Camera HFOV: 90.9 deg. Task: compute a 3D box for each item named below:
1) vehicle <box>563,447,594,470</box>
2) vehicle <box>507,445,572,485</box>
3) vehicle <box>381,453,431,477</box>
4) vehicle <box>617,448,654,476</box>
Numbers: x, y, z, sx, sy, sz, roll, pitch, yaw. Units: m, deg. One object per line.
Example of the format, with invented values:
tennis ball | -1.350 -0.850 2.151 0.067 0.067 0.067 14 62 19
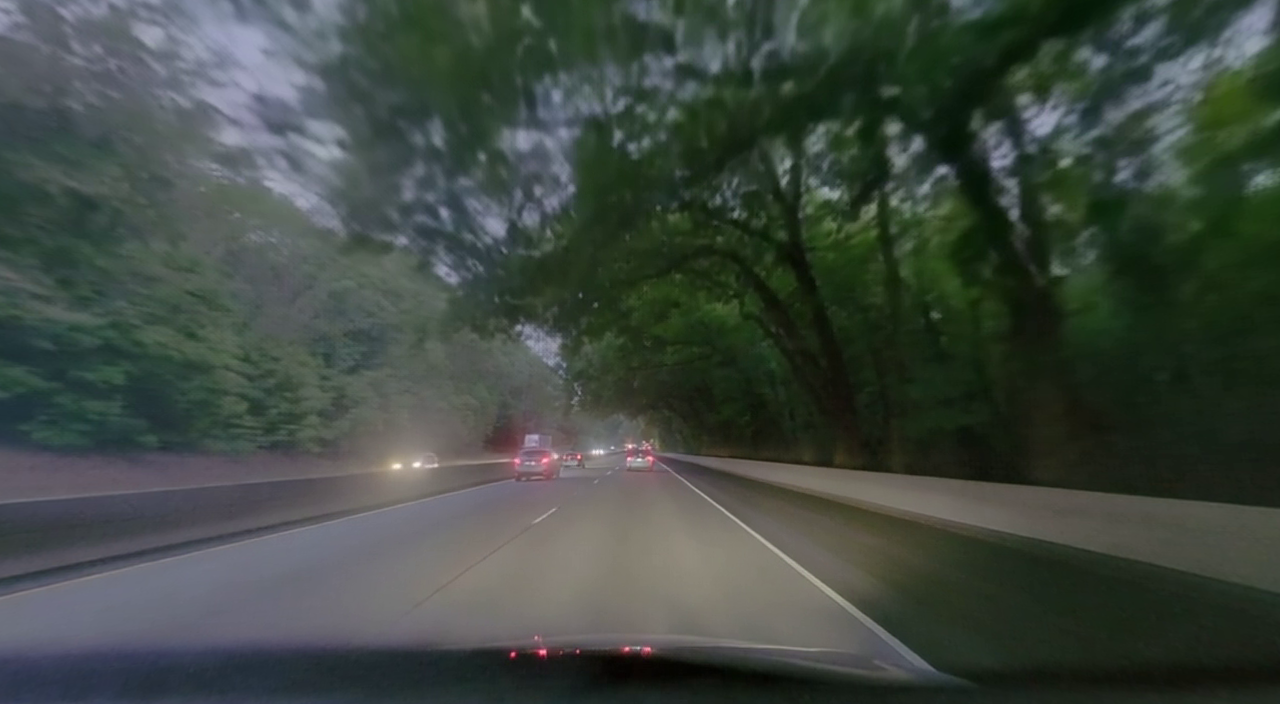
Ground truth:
vehicle | -4.493 7.846 46.467 1.834 1.615 3.624 0 -9 1
vehicle | -4.099 4.688 26.323 1.978 1.538 3.755 0 -9 1
vehicle | -16.065 7.742 43.522 1.705 1.552 4.338 0 -9 1
vehicle | -0.241 6.163 35.474 2.001 1.490 3.914 0 -9 0
